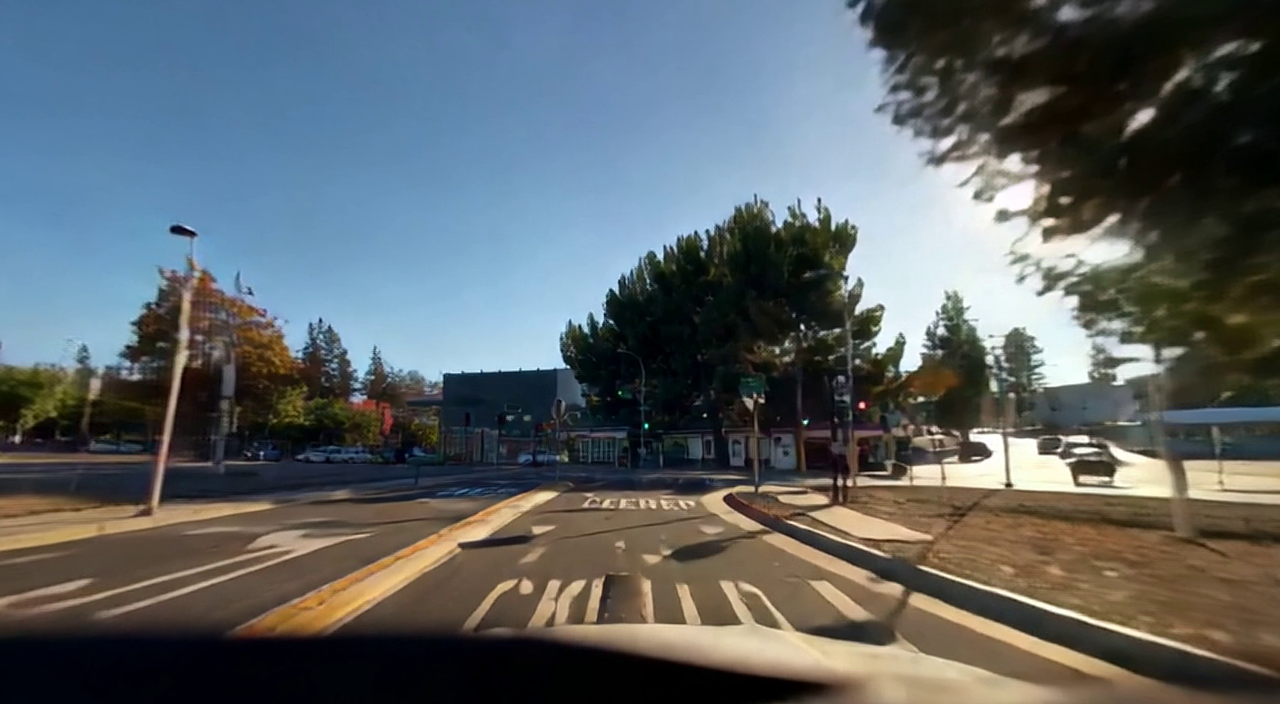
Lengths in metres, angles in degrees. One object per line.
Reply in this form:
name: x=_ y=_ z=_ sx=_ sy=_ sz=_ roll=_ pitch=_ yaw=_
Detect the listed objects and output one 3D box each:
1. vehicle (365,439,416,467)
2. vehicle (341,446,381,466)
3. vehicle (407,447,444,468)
vehicle: x=-18.351 y=7.482 z=46.470 sx=2.337 sy=1.934 sz=4.843 roll=2 pitch=-9 yaw=-8
vehicle: x=-21.705 y=8.104 z=48.915 sx=1.799 sy=1.422 sz=3.890 roll=3 pitch=-8 yaw=-9
vehicle: x=-15.311 y=7.553 z=45.009 sx=1.789 sy=1.399 sz=4.236 roll=2 pitch=-9 yaw=-9
